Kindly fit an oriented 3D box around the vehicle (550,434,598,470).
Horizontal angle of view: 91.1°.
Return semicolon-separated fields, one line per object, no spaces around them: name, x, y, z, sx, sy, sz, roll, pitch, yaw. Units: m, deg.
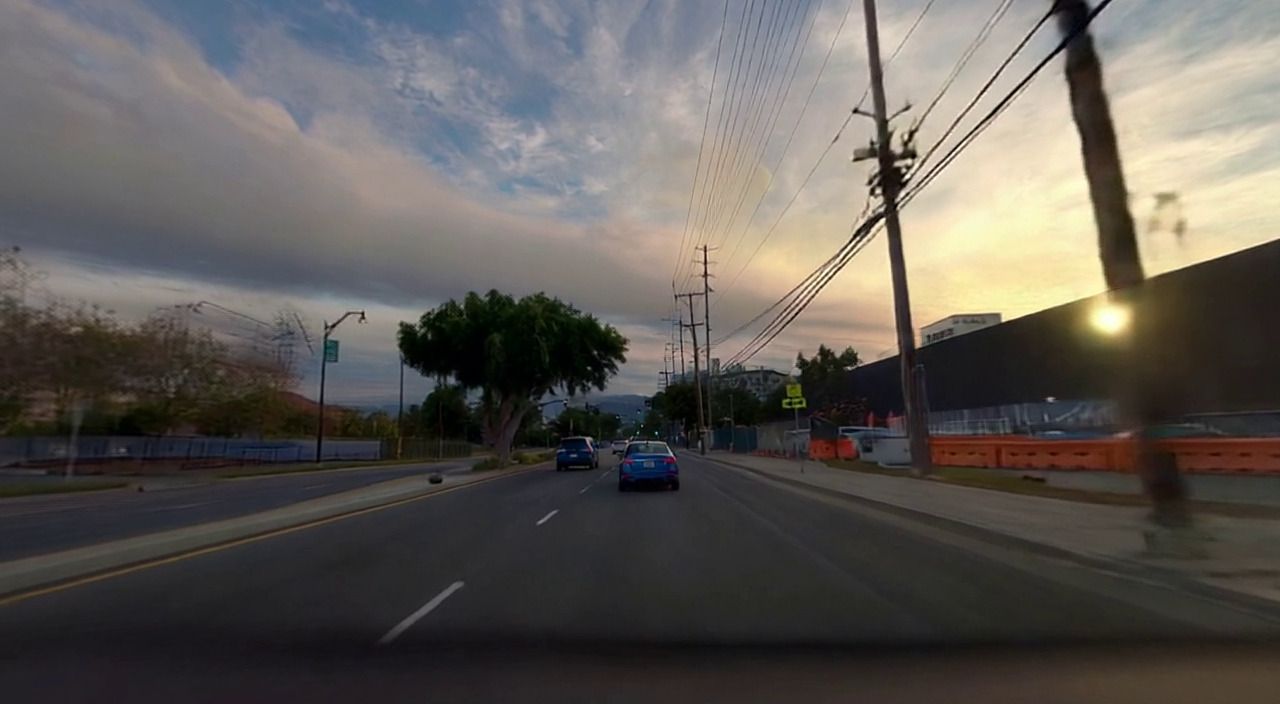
vehicle;-3.519;5.439;34.410;2.078;1.804;4.387;0;-8;1

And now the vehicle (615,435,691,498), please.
vehicle;0.340;3.430;19.164;2.059;1.691;3.980;0;-8;0
